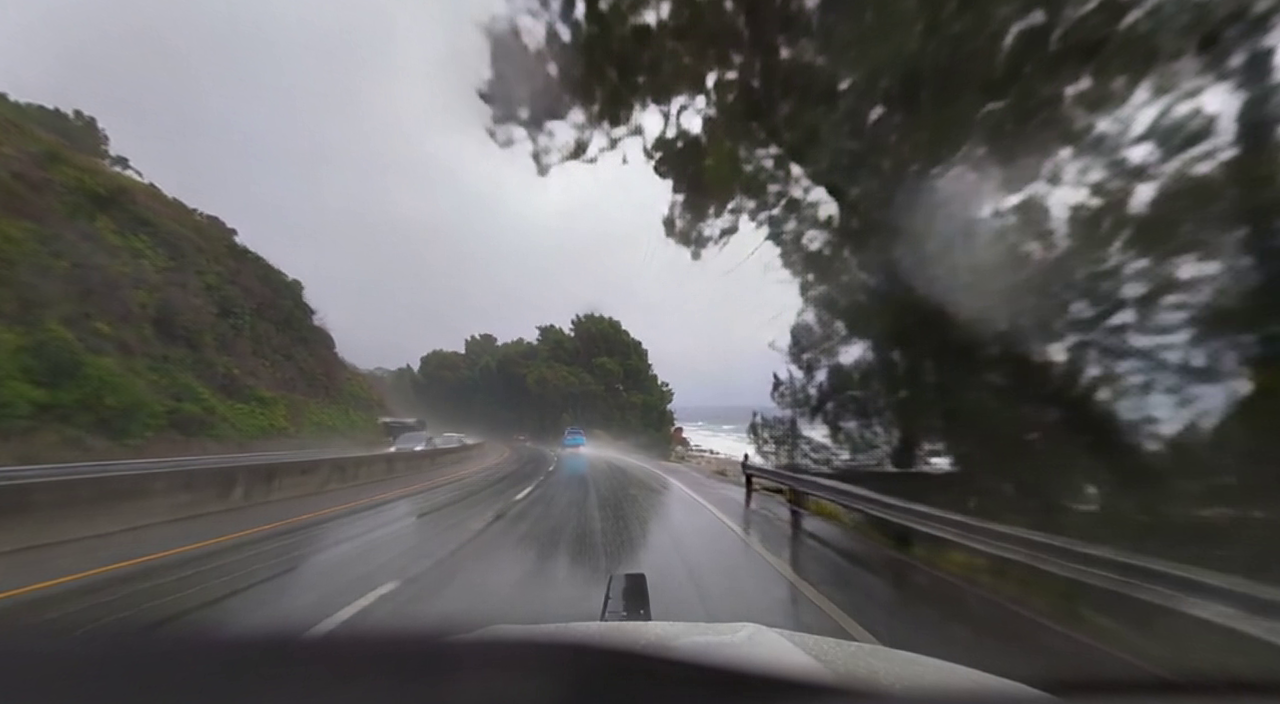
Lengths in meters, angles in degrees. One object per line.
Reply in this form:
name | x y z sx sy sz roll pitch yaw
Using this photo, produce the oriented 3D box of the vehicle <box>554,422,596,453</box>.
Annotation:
vehicle | -4.975 6.500 47.678 2.632 2.162 5.529 2 -9 -11
